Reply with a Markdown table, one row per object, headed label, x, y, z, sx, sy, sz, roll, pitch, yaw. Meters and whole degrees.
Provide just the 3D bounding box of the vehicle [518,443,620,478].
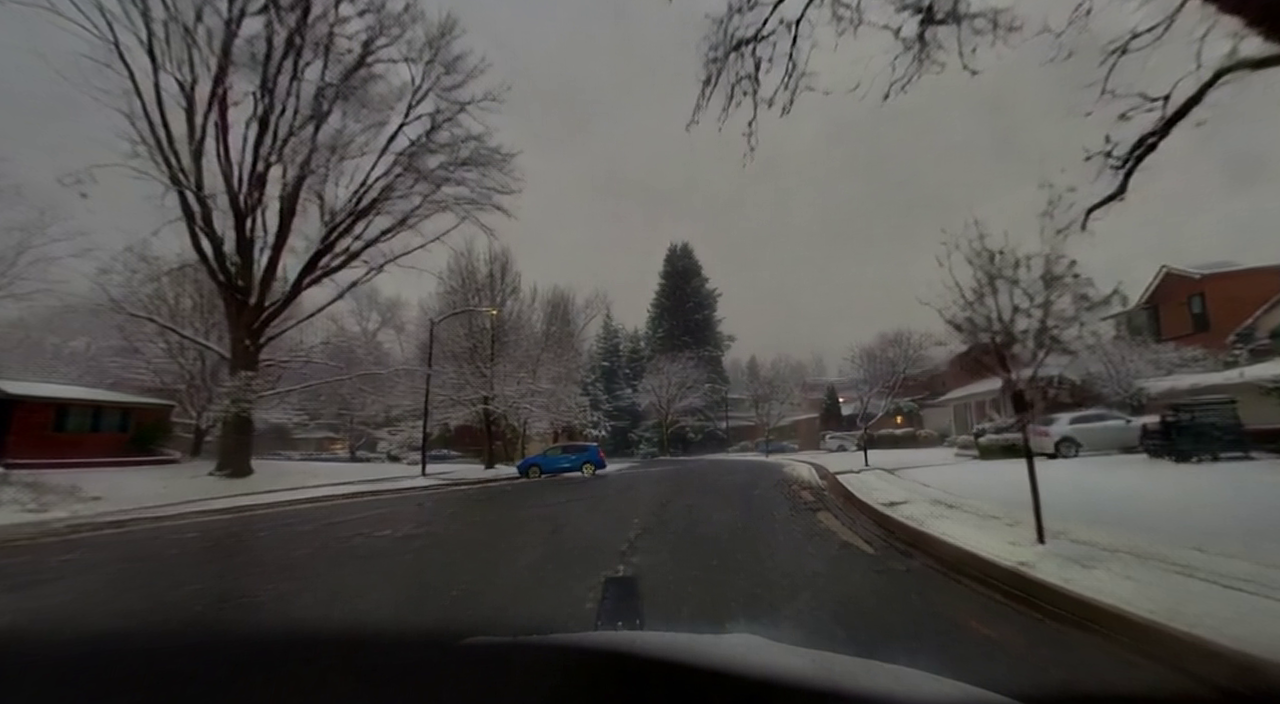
| label | x | y | z | sx | sy | sz | roll | pitch | yaw |
| --- | --- | --- | --- | --- | --- | --- | --- | --- | --- |
| vehicle | -3.489 | 5.371 | 31.473 | 4.692 | 1.660 | 1.879 | -2 | -9 | 11 |
